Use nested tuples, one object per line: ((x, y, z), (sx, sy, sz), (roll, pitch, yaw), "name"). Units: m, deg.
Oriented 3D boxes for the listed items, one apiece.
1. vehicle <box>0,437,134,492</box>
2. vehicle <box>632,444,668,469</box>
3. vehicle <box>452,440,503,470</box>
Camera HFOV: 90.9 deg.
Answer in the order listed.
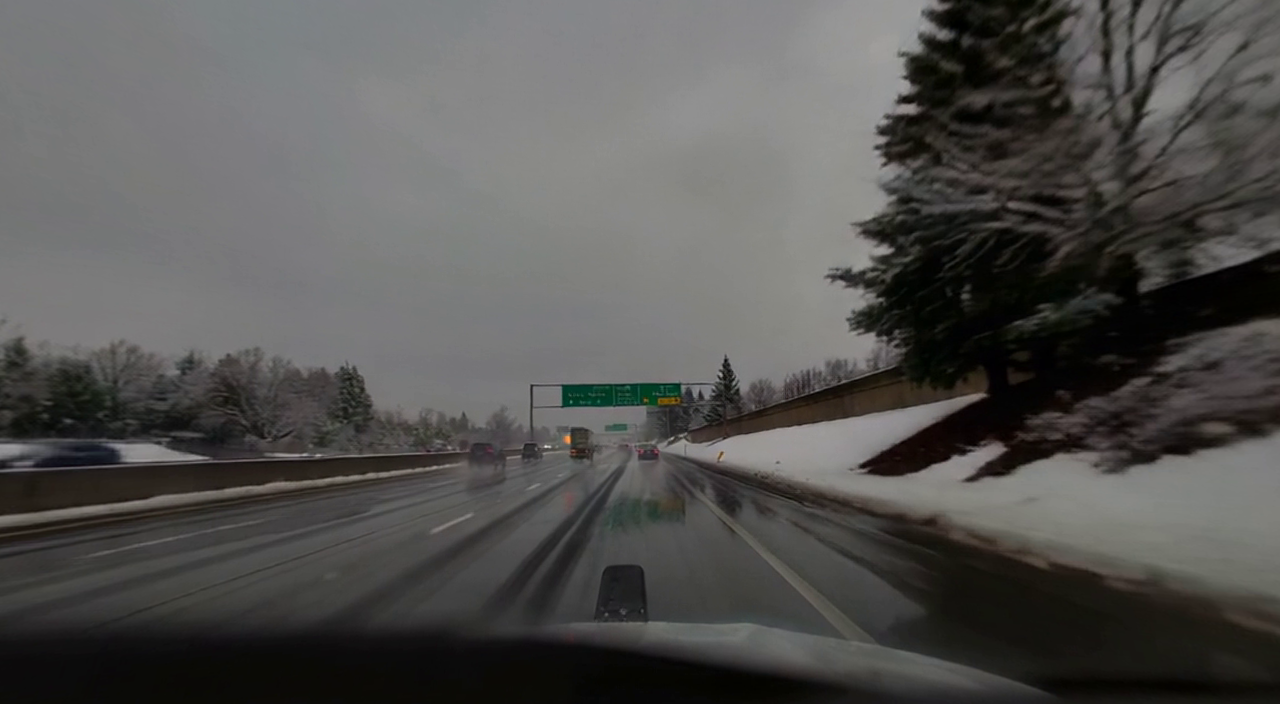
((-19.307, 3.602, 20.568), (1.870, 1.567, 4.567), (0, -8, -1), "vehicle")
((0.605, 6.484, 39.272), (2.137, 1.461, 3.999), (-1, -8, 1), "vehicle")
((-9.339, 5.909, 36.520), (1.954, 1.605, 4.023), (0, -8, -1), "vehicle")
